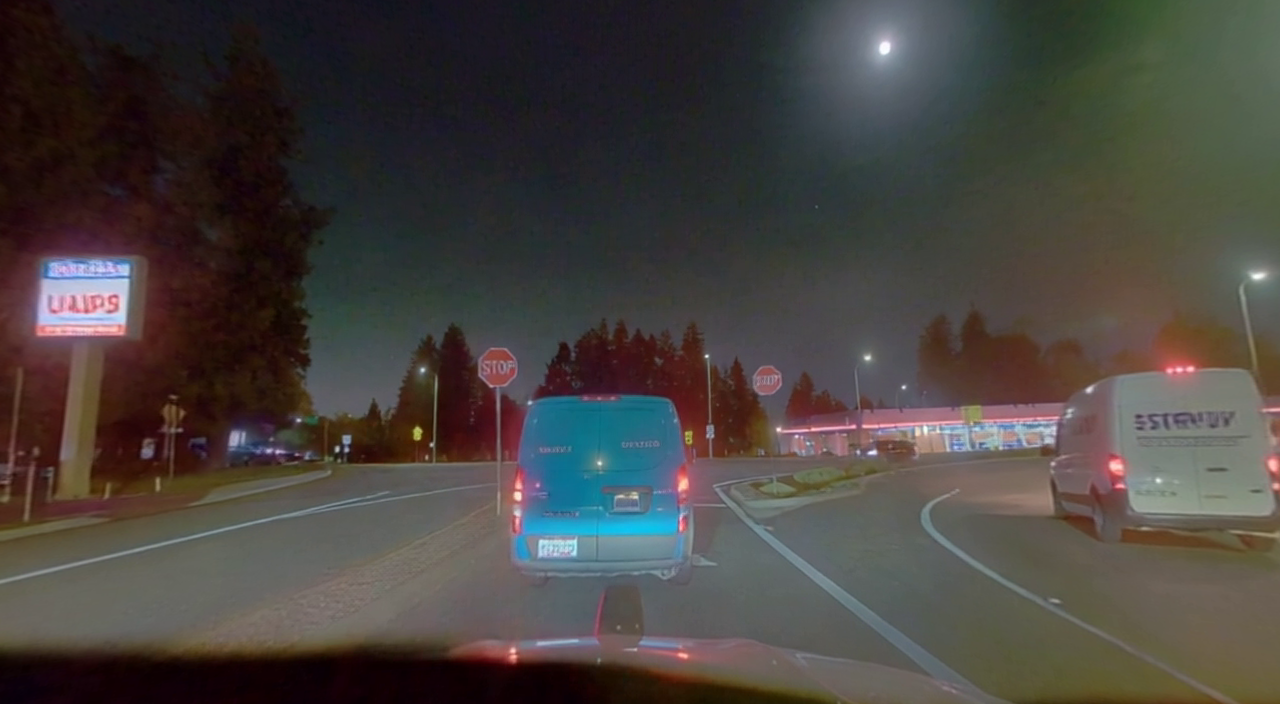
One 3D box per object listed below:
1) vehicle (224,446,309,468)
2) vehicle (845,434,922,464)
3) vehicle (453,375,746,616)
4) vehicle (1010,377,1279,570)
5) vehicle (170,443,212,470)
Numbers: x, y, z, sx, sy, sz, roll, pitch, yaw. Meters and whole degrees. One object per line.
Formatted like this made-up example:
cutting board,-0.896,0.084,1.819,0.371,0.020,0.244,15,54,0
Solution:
vehicle,-25.936,7.273,43.984,4.670,1.472,1.851,1,-9,-9
vehicle,14.558,5.792,37.690,4.512,1.659,1.985,6,-10,-34
vehicle,-0.228,1.433,7.182,2.237,1.828,4.546,0,-9,2
vehicle,7.824,1.812,10.145,2.385,2.196,5.640,-3,-9,23
vehicle,-29.822,6.949,42.089,1.913,1.682,4.120,5,-10,-31
